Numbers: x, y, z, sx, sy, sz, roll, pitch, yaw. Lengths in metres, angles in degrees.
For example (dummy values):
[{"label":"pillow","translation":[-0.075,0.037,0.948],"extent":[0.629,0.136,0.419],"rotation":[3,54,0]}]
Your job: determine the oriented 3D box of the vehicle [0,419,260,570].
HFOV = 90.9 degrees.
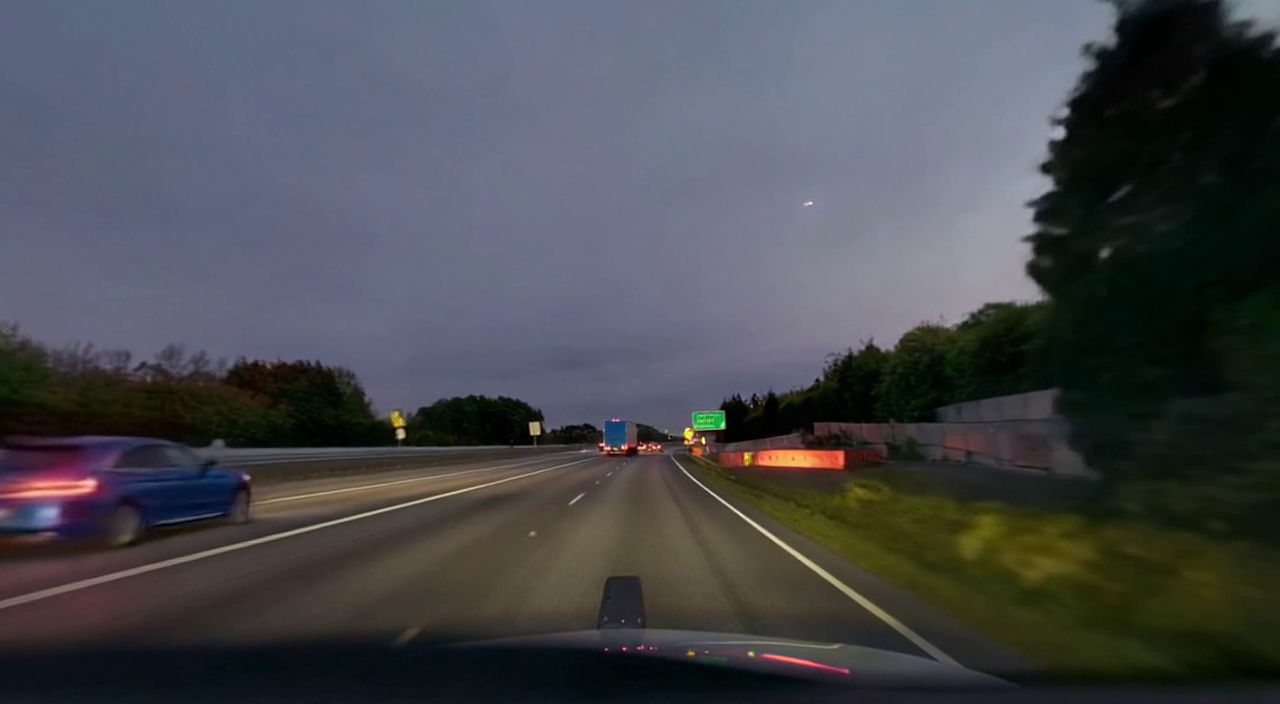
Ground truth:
[{"label":"vehicle","translation":[-7.451,1.820,8.661],"extent":[1.893,1.566,4.051],"rotation":[0,-9,0]}]
